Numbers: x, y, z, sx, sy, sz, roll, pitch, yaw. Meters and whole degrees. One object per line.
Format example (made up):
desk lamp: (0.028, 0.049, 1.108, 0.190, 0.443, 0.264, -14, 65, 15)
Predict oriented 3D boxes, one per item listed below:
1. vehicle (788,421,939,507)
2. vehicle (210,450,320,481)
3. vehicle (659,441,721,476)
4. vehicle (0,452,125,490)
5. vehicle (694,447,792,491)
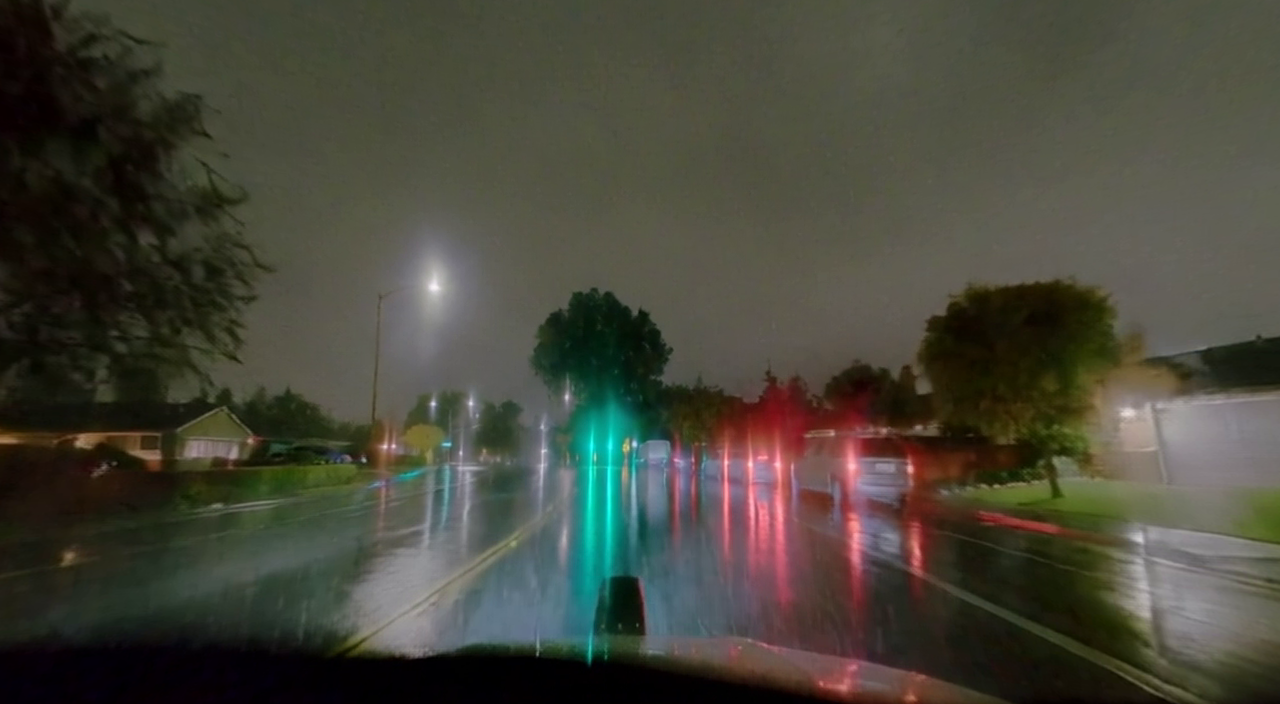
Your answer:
vehicle: (6.149, 3.146, 18.203, 2.305, 2.111, 4.965, 0, -9, -3)
vehicle: (-19.658, 5.963, 33.323, 4.502, 1.511, 1.939, 2, -9, -12)
vehicle: (3.166, 7.017, 41.924, 2.670, 2.085, 6.775, 1, -9, -8)
vehicle: (-25.764, 5.226, 27.924, 3.977, 1.501, 2.143, 0, -8, -5)
vehicle: (4.380, 5.093, 27.978, 2.713, 1.671, 4.939, 1, -8, -10)
